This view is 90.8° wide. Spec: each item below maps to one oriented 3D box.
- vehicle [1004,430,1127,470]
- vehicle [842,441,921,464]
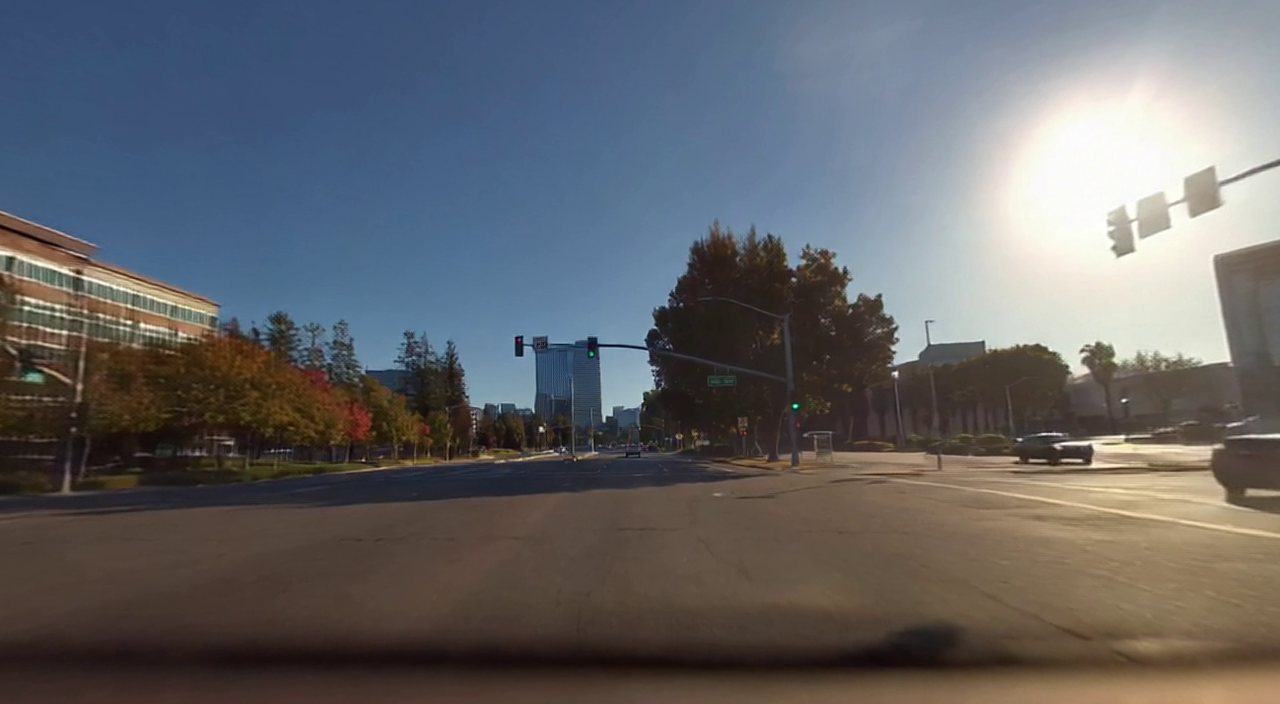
[{"bbox_3d":[23.528,5.536,35.439,2.802,1.992,6.440,-2,-10,5],"label":"vehicle"},{"bbox_3d":[16.035,6.708,42.139,4.483,1.452,1.924,0,-9,-1],"label":"vehicle"}]
